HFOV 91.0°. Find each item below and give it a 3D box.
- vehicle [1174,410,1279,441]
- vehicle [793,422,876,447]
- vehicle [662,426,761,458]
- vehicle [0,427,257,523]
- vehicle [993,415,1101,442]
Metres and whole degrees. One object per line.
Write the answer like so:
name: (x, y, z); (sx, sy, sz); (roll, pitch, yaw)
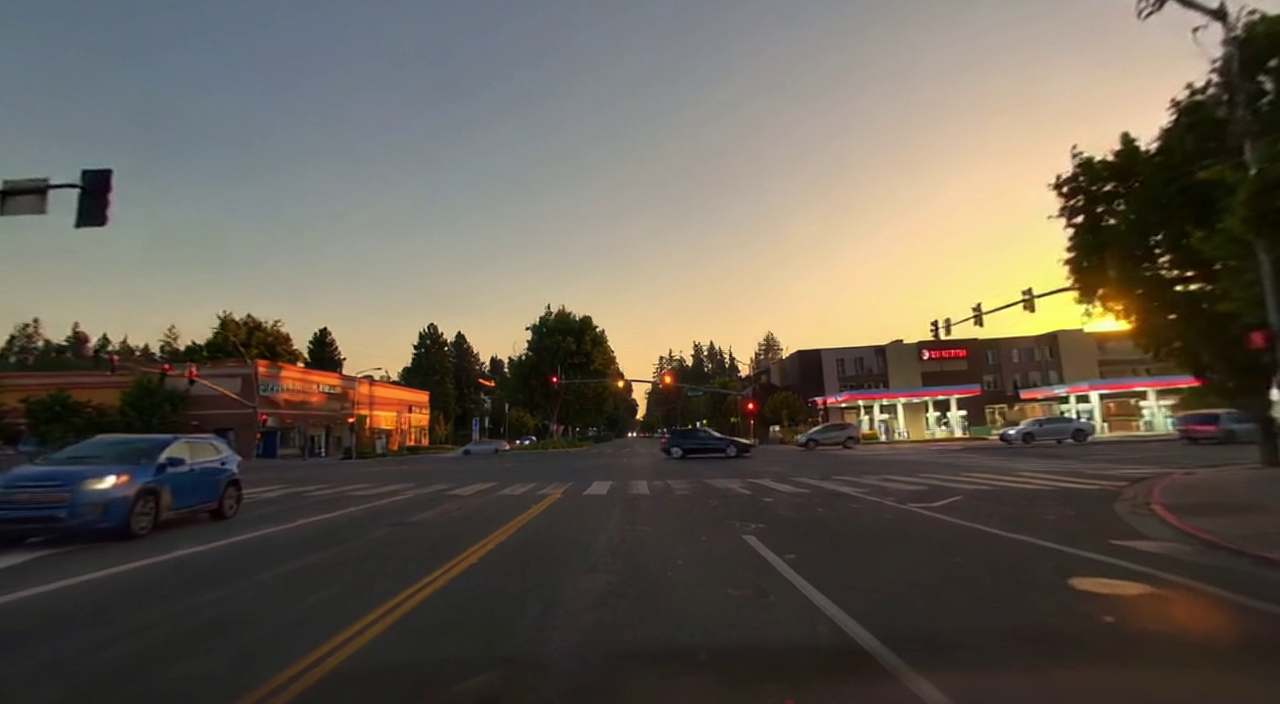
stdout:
vehicle: (28.784, 3.551, 30.104); (4.647, 1.428, 1.825); (-1, -8, 4)
vehicle: (15.020, 6.419, 48.899); (5.789, 1.893, 2.169); (-1, -8, 4)
vehicle: (3.581, 4.595, 31.983); (4.775, 1.466, 1.850); (-2, -8, 4)
vehicle: (-9.858, 2.238, 12.116); (1.899, 1.460, 4.880); (0, -8, 0)
vehicle: (22.879, 4.332, 35.512); (4.696, 1.483, 1.898); (-1, -8, 2)
